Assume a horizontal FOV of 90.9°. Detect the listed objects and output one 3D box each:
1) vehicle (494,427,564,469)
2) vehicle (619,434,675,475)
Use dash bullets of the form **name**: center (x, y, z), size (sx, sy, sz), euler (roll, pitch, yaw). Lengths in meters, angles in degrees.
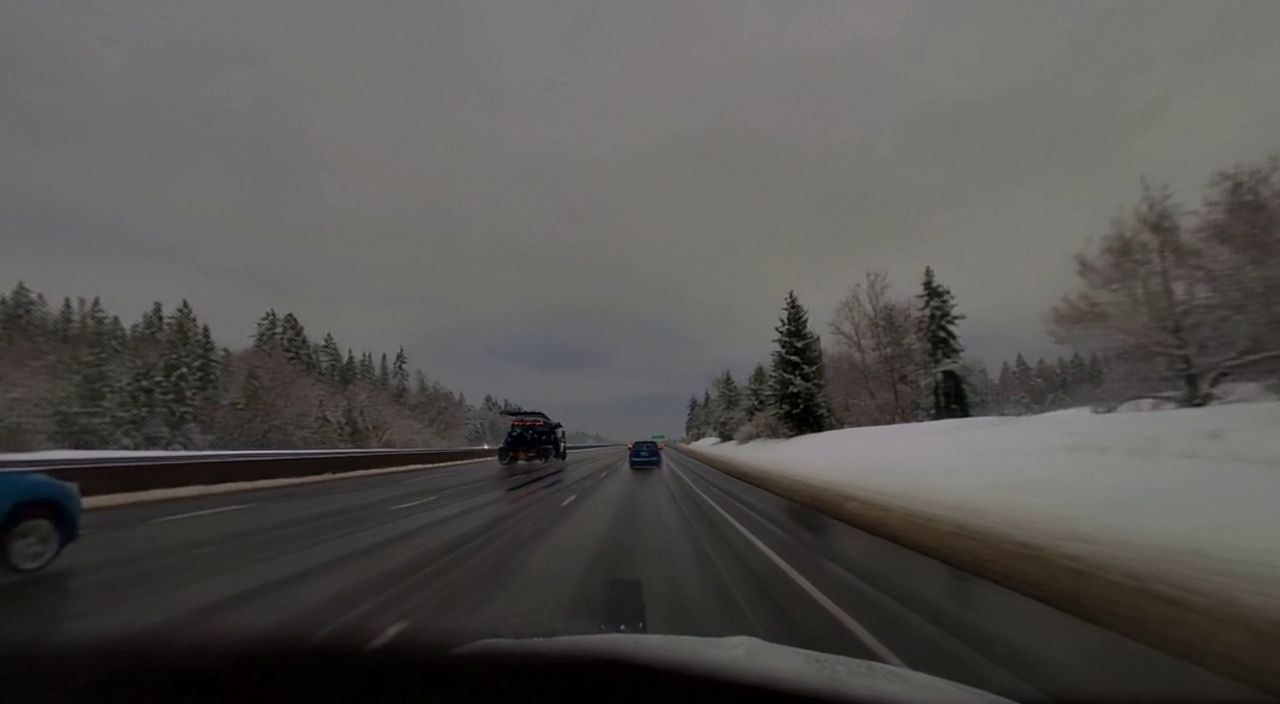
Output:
- **vehicle**: center (-6.500, 5.779, 38.102), size (2.827, 2.236, 7.057), euler (0, -8, 1)
- **vehicle**: center (0.313, 4.630, 28.697), size (2.336, 1.722, 4.212), euler (0, -8, 1)
